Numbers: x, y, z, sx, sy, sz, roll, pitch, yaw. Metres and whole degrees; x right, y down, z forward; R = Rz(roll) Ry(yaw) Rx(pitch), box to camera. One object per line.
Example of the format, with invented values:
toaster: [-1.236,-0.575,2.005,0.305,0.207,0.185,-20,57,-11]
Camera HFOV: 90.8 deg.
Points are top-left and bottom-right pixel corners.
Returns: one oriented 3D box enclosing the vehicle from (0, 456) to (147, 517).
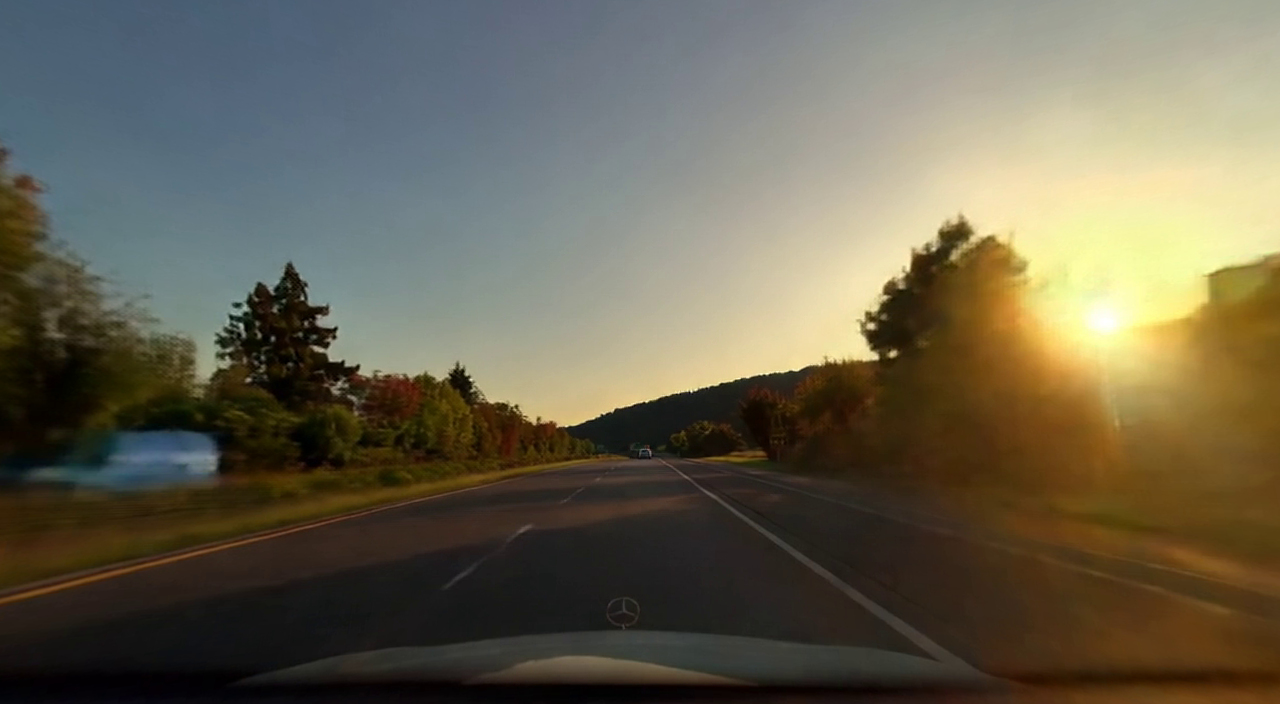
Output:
vehicle: [-16.597,3.631,17.515,2.012,1.417,4.618,0,-9,1]
